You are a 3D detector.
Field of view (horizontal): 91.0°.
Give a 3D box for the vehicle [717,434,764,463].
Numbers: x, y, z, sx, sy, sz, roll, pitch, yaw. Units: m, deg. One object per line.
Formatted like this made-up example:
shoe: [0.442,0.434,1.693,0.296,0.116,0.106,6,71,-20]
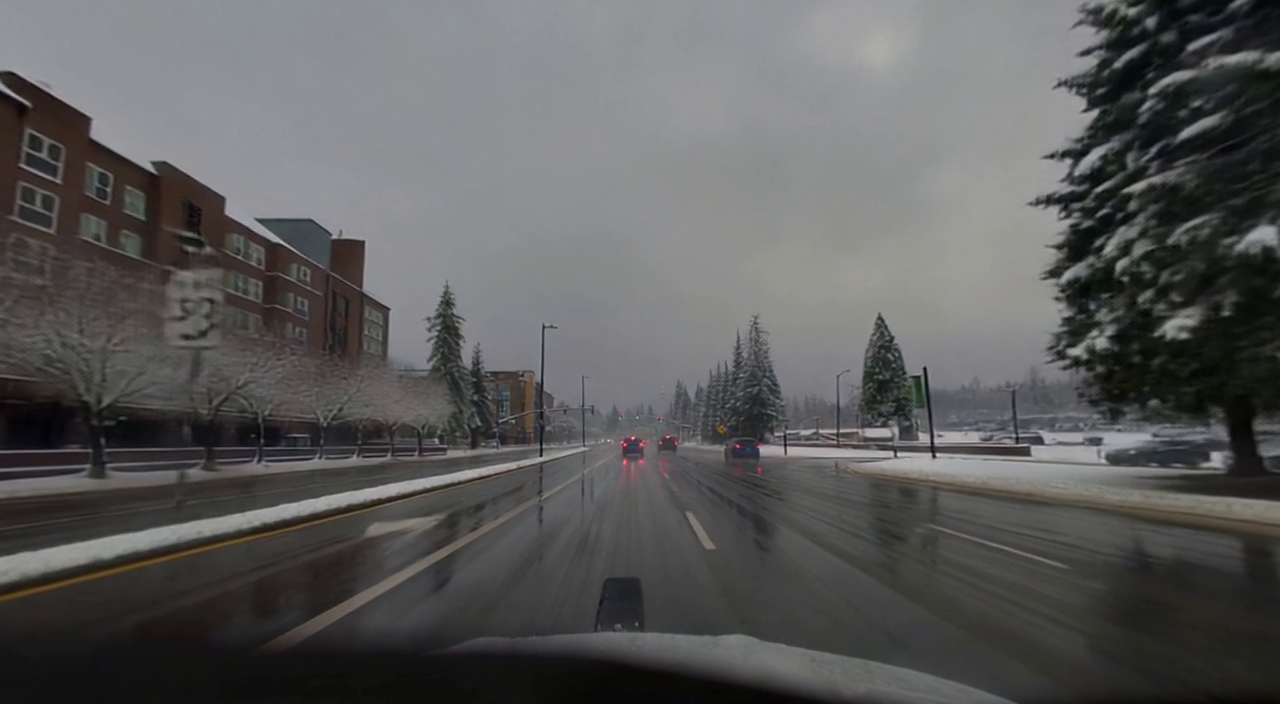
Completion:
vehicle: [6.600,6.423,41.778,2.136,1.799,4.796,1,-9,-2]
